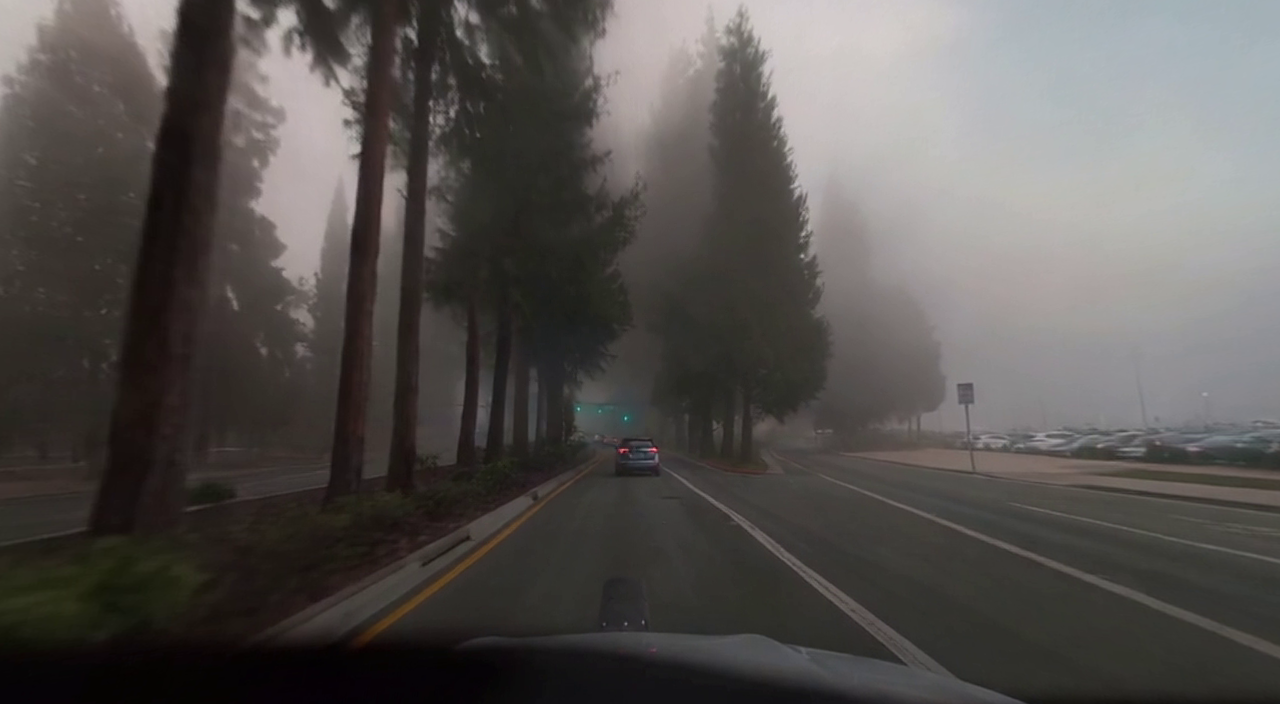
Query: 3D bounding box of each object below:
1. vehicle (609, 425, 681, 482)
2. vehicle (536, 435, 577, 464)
[{"bbox_3d":[0.089,3.302,20.694,2.135,1.691,3.884,0,-8,-1],"label":"vehicle"},{"bbox_3d":[-4.775,5.617,36.438,1.950,1.563,3.727,0,-8,-1],"label":"vehicle"}]
